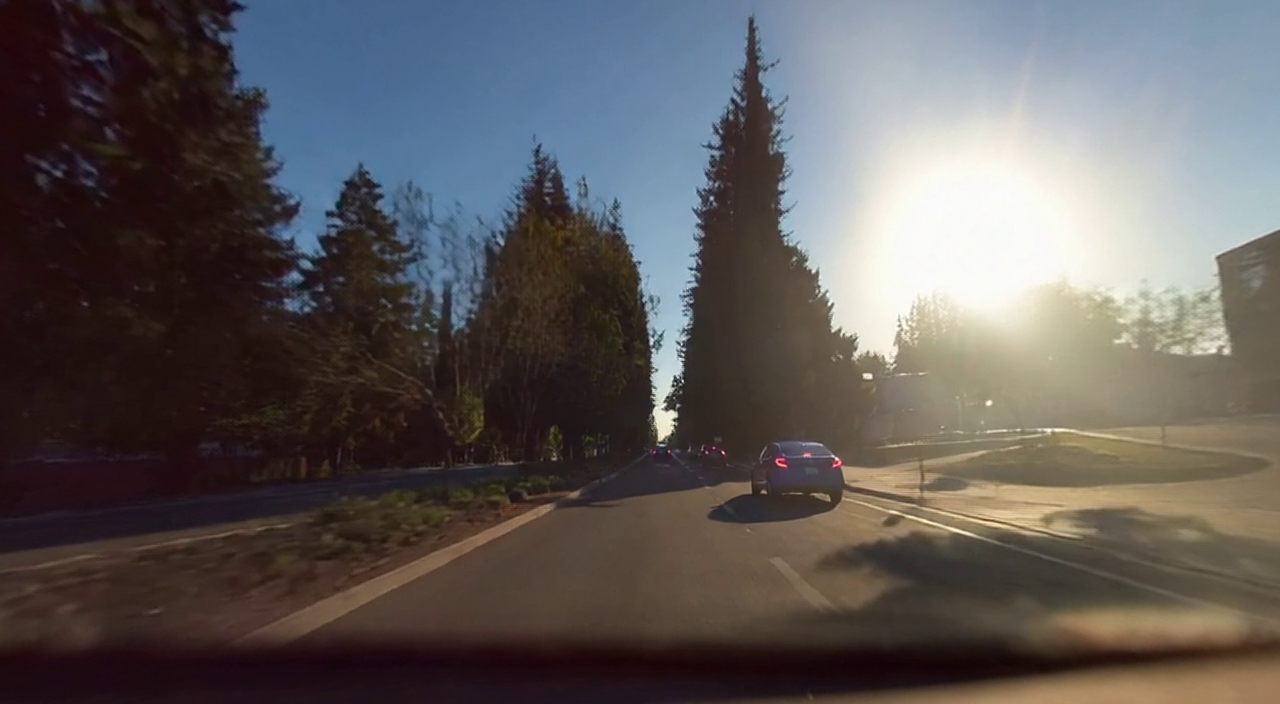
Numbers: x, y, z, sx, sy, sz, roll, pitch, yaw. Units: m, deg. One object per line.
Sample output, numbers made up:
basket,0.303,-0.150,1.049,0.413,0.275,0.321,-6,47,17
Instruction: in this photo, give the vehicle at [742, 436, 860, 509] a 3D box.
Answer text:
vehicle,3.996,3.034,16.416,2.052,1.639,4.123,0,-8,1

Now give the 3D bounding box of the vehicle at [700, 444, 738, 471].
vehicle,5.175,6.971,41.826,2.110,1.666,3.912,0,-8,2
